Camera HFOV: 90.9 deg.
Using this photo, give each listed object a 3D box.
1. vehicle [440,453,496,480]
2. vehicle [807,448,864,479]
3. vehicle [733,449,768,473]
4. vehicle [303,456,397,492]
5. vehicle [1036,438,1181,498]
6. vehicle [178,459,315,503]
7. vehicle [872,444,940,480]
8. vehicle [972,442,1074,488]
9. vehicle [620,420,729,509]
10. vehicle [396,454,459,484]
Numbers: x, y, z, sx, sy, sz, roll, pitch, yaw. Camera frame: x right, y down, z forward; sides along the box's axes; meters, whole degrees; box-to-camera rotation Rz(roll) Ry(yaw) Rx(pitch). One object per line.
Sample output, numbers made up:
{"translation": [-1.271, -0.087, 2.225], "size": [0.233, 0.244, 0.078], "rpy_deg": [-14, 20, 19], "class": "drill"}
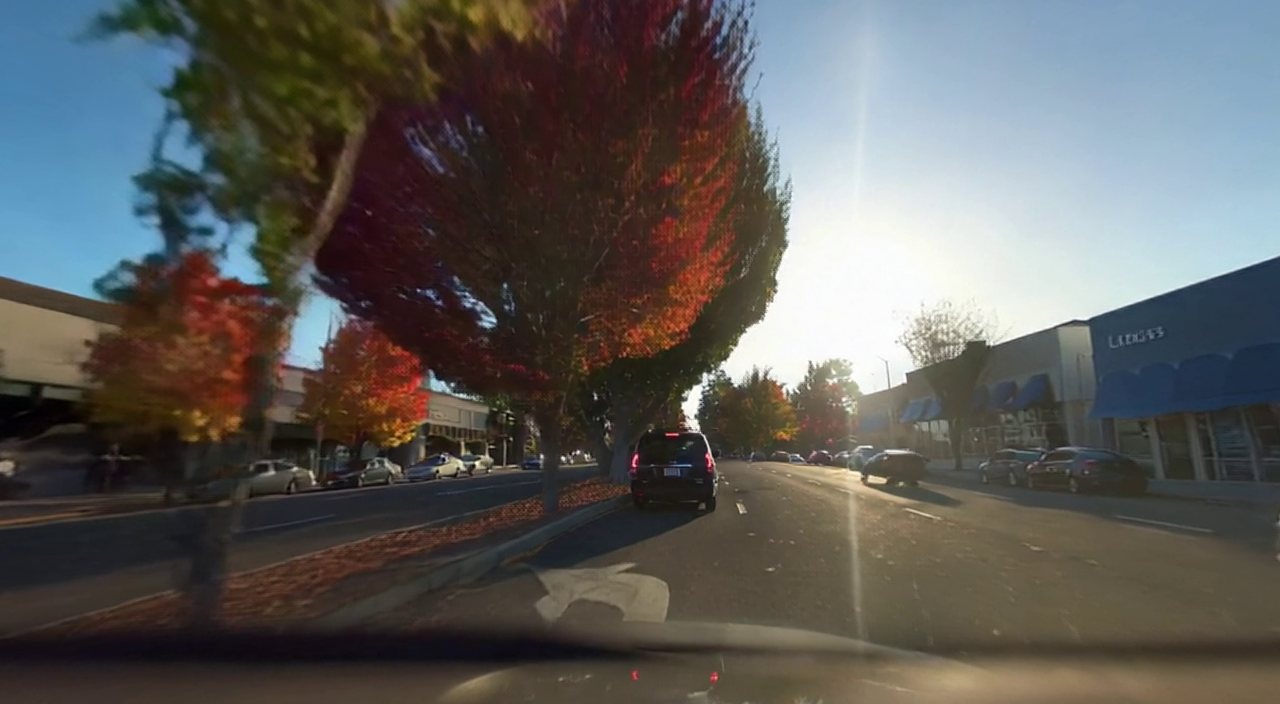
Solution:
{"translation": [-11.526, 7.696, 42.642], "size": [1.921, 1.621, 4.930], "rpy_deg": [-1, -9, 6], "class": "vehicle"}
{"translation": [9.947, 5.675, 32.419], "size": [1.886, 1.464, 4.290], "rpy_deg": [-1, -9, 6], "class": "vehicle"}
{"translation": [8.171, 8.049, 46.850], "size": [2.249, 1.621, 3.978], "rpy_deg": [-1, -9, 6], "class": "vehicle"}
{"translation": [-13.210, 5.565, 29.067], "size": [1.877, 1.445, 4.436], "rpy_deg": [-1, -9, 6], "class": "vehicle"}
{"translation": [15.489, 3.821, 21.165], "size": [2.076, 1.759, 3.970], "rpy_deg": [-1, -9, 7], "class": "vehicle"}
{"translation": [-14.108, 4.620, 22.951], "size": [1.797, 1.351, 4.300], "rpy_deg": [-1, -9, 8], "class": "vehicle"}
{"translation": [13.862, 5.716, 33.139], "size": [2.040, 1.738, 4.414], "rpy_deg": [-1, -9, 6], "class": "vehicle"}
{"translation": [16.018, 4.712, 26.688], "size": [1.938, 1.755, 4.415], "rpy_deg": [-1, -9, 7], "class": "vehicle"}
{"translation": [1.029, 2.759, 15.897], "size": [2.344, 1.863, 4.665], "rpy_deg": [-1, -9, 7], "class": "vehicle"}
{"translation": [-12.380, 6.815, 37.036], "size": [1.947, 1.558, 4.065], "rpy_deg": [-1, -9, 5], "class": "vehicle"}
